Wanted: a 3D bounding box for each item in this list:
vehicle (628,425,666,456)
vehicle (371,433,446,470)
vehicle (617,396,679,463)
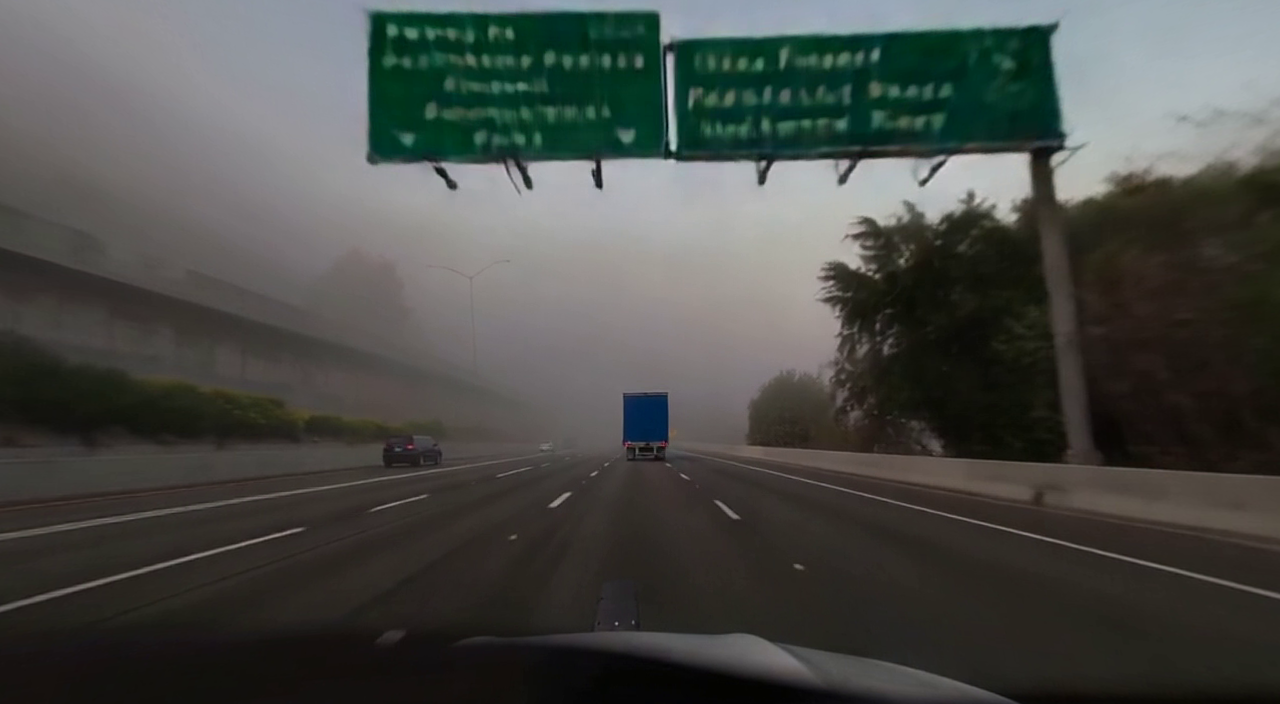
[{"bbox_3d":[0.345,5.186,36.971,2.052,1.666,4.358,0,-8,-1],"label":"vehicle"},{"bbox_3d":[-10.761,4.661,29.699,1.919,1.625,4.183,0,-8,0],"label":"vehicle"},{"bbox_3d":[0.238,5.052,40.192,3.233,3.678,11.032,0,-8,-3],"label":"vehicle"}]
